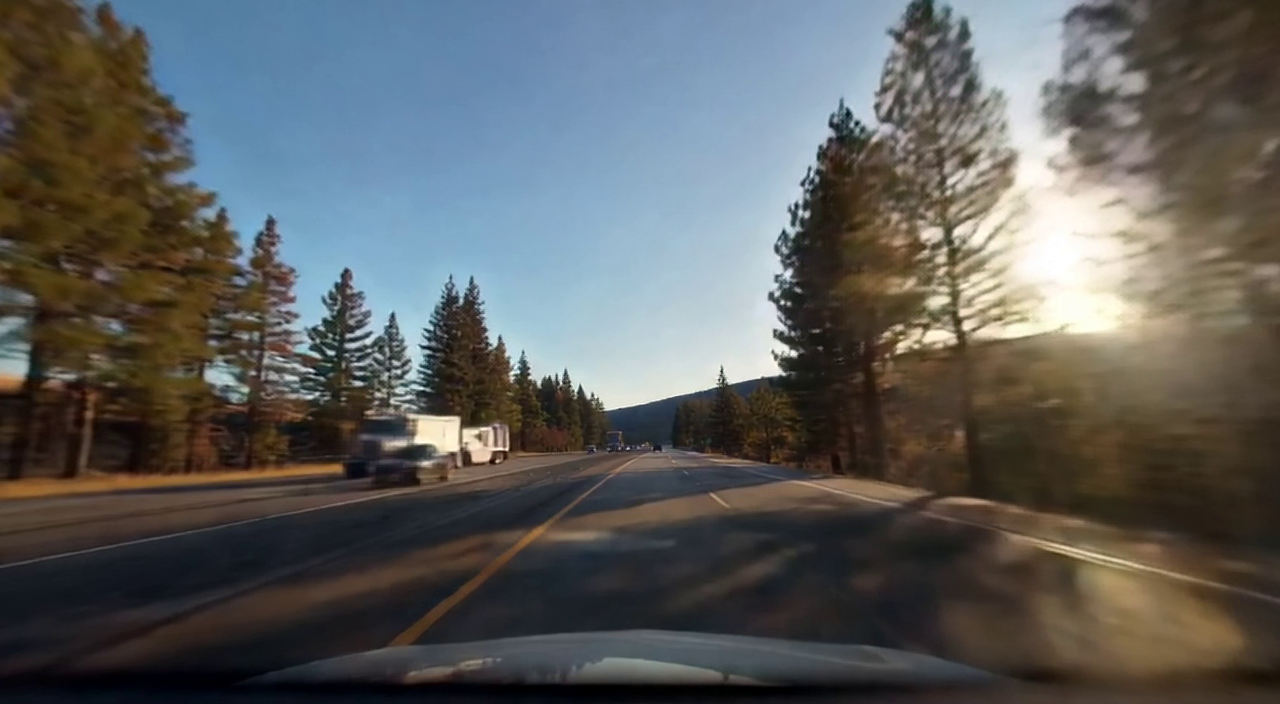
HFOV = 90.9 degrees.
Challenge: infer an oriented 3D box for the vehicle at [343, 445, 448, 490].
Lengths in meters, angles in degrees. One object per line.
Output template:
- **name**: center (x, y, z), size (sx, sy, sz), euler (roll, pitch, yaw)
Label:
- **vehicle**: center (-8.823, 4.183, 23.279), size (1.932, 1.463, 4.687), euler (0, -8, 1)

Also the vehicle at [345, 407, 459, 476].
- **vehicle**: center (-12.982, 5.044, 35.381), size (2.946, 3.349, 8.320), euler (0, -8, 1)
